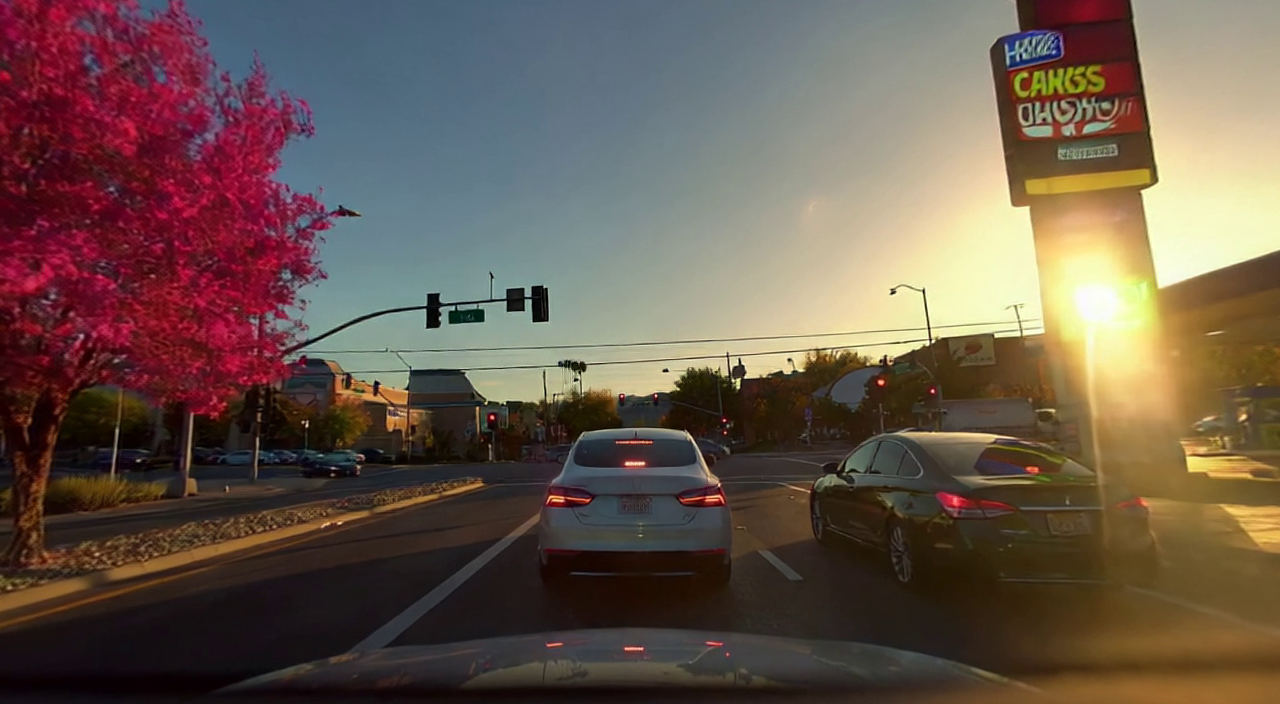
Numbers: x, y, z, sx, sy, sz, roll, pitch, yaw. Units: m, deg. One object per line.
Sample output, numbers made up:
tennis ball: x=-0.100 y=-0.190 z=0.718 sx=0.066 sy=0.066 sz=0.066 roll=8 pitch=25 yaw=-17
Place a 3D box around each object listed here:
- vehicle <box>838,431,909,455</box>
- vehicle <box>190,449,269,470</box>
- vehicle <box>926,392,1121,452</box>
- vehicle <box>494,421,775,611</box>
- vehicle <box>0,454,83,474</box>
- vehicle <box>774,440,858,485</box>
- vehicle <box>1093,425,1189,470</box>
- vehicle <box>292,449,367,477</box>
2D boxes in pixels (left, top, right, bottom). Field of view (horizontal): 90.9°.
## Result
vehicle: x=18.113 y=7.057 z=49.034 sx=4.656 sy=1.605 sz=1.942 roll=-3 pitch=-8 yaw=4
vehicle: x=-29.454 y=7.724 z=45.303 sx=4.466 sy=1.438 sz=1.837 roll=-1 pitch=-8 yaw=5
vehicle: x=26.049 y=4.899 z=43.397 sx=10.890 sy=3.868 sz=3.021 roll=-1 pitch=-8 yaw=7
vehicle: x=-0.062 y=1.598 z=7.081 sx=2.213 sy=1.482 sz=4.057 roll=0 pitch=-8 yaw=-1
vehicle: x=-44.295 y=8.275 z=46.635 sx=4.511 sy=1.407 sz=1.764 roll=-1 pitch=-8 yaw=4
vehicle: x=6.526 y=4.129 z=23.937 sx=1.942 sy=1.511 sz=4.390 roll=0 pitch=-8 yaw=0
vehicle: x=18.570 y=3.506 z=23.289 sx=4.300 sy=1.495 sz=2.053 roll=8 pitch=-12 yaw=-43
vehicle: x=-18.375 y=6.512 z=37.200 sx=4.609 sy=1.465 sz=1.944 roll=-6 pitch=-10 yaw=36
